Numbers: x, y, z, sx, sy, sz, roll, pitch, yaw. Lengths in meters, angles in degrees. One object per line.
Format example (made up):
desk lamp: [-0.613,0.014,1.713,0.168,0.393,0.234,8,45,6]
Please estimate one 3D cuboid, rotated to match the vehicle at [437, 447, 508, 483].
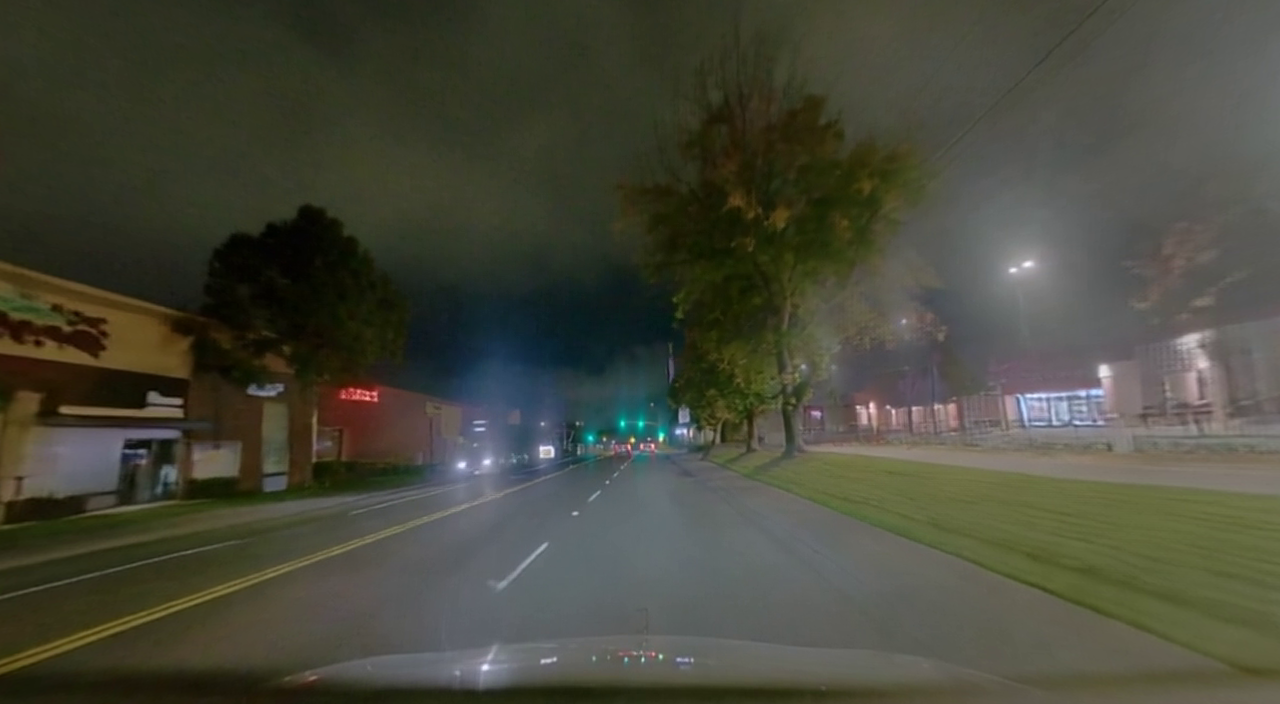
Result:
vehicle: [-7.784,5.283,29.778,1.925,1.502,4.359,-1,-8,3]
